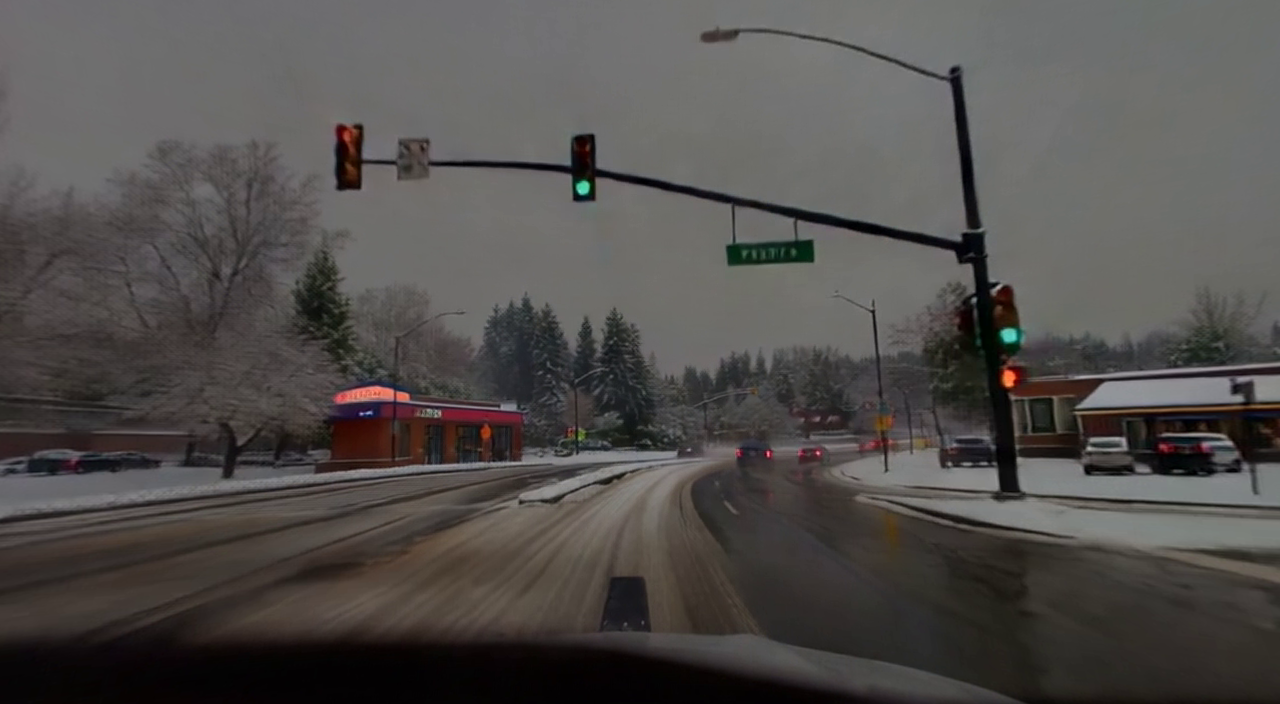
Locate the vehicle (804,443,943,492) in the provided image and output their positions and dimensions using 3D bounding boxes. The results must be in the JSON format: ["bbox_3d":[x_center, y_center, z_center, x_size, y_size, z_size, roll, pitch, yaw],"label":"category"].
[{"bbox_3d":[7.784,3.856,21.537,1.938,1.466,4.434,3,-9,-20],"label":"vehicle"}]

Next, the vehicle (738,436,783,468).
[{"bbox_3d":[7.244,5.933,37.501,2.311,1.715,4.287,-2,-9,14],"label":"vehicle"}]

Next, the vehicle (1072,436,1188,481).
[{"bbox_3d":[19.006,4.087,24.435,4.135,1.580,1.908,4,-10,-28],"label":"vehicle"}]

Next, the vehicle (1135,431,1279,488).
[{"bbox_3d":[20.217,3.727,22.204,4.707,1.790,2.357,4,-9,-25],"label":"vehicle"}]

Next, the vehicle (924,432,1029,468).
[{"bbox_3d":[18.204,5.334,34.372,4.557,1.825,2.350,-3,-9,15],"label":"vehicle"}]

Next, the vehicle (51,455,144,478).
[{"bbox_3d":[-39.513,8.336,46.119,2.379,1.472,5.175,0,-9,-4],"label":"vehicle"}]

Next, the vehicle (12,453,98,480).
[{"bbox_3d":[-42.276,8.258,45.698,1.983,1.730,4.577,0,-9,-4],"label":"vehicle"}]

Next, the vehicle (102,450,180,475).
[{"bbox_3d":[-36.963,8.188,46.897,2.143,1.624,4.728,2,-8,-4],"label":"vehicle"}]
